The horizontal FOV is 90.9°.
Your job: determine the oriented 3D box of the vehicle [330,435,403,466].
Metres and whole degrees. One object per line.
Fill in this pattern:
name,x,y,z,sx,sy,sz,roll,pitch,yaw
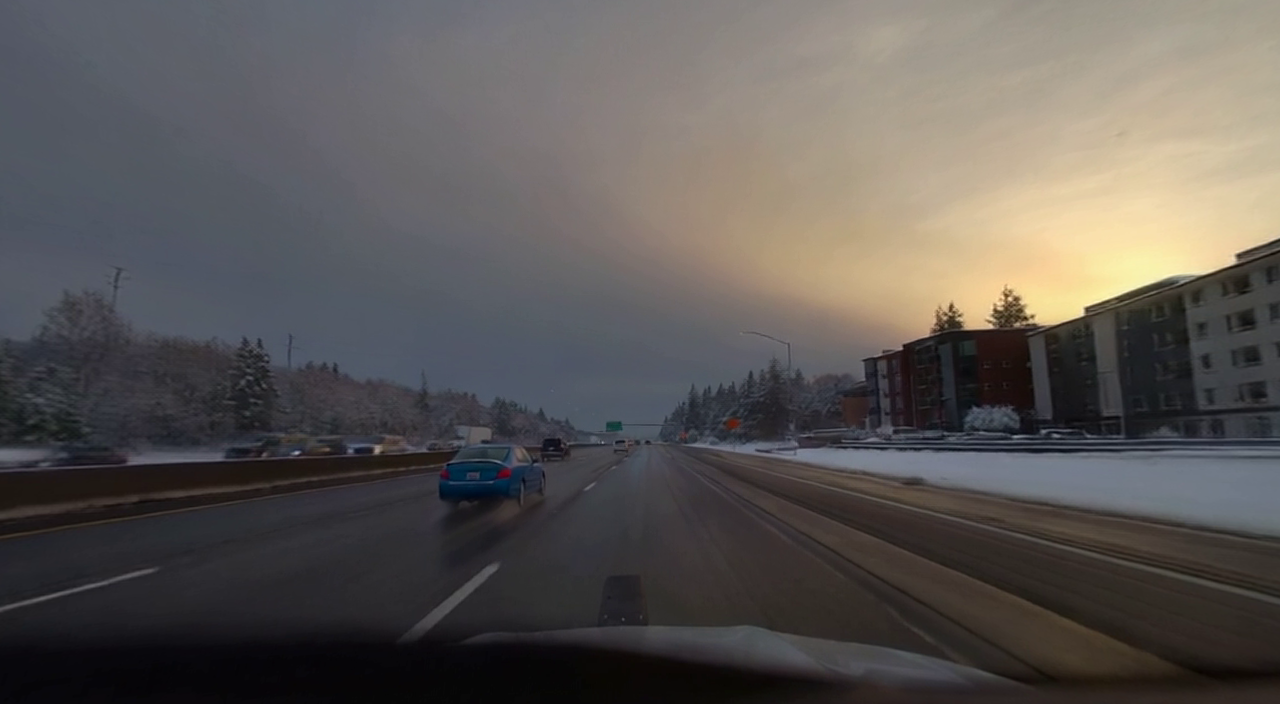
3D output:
vehicle,-16.632,6.020,38.690,2.020,1.706,5.332,0,-8,1

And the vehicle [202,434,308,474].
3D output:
vehicle,-20.993,5.578,34.730,2.160,2.020,5.622,0,-8,1

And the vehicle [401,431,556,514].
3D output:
vehicle,-3.419,2.671,14.565,2.144,1.565,4.951,0,-8,2
